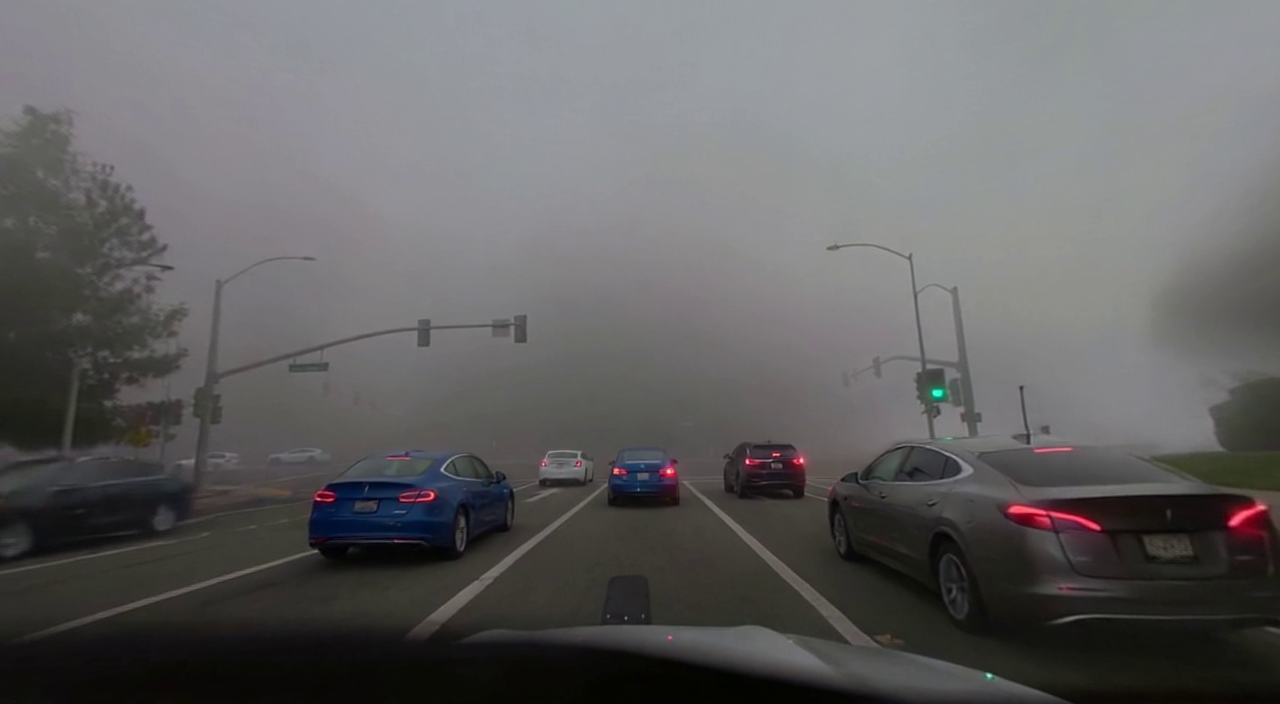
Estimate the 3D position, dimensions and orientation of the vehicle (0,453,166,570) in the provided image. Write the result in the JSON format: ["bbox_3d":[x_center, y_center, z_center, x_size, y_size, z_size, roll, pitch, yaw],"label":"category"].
[{"bbox_3d":[-9.898,2.380,9.665,2.033,1.575,4.357,-1,-8,-3],"label":"vehicle"}]

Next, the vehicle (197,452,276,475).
[{"bbox_3d":[-30.209,8.374,47.276,4.427,1.629,2.213,-1,-9,2],"label":"vehicle"}]

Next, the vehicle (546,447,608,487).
[{"bbox_3d":[-2.591,4.833,26.794,2.089,1.537,4.073,-1,-9,2],"label":"vehicle"}]

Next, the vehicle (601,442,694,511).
[{"bbox_3d":[0.127,3.224,16.784,2.144,1.563,4.218,0,-9,-1],"label":"vehicle"}]

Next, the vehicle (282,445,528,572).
[{"bbox_3d":[-3.180,2.188,9.705,2.015,1.478,4.407,-1,-9,1],"label":"vehicle"}]

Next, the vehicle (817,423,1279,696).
[{"bbox_3d":[3.337,1.521,5.942,1.951,1.522,4.614,0,-9,0],"label":"vehicle"}]

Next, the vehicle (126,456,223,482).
[{"bbox_3d":[-29.676,7.444,40.238,4.551,1.533,2.070,-1,-9,2],"label":"vehicle"}]

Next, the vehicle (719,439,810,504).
[{"bbox_3d":[3.607,3.536,19.055,1.938,1.732,4.006,0,-9,0],"label":"vehicle"}]

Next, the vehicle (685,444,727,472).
[{"bbox_3d":[4.085,6.640,39.705,2.138,1.624,4.417,0,-9,-1],"label":"vehicle"}]
